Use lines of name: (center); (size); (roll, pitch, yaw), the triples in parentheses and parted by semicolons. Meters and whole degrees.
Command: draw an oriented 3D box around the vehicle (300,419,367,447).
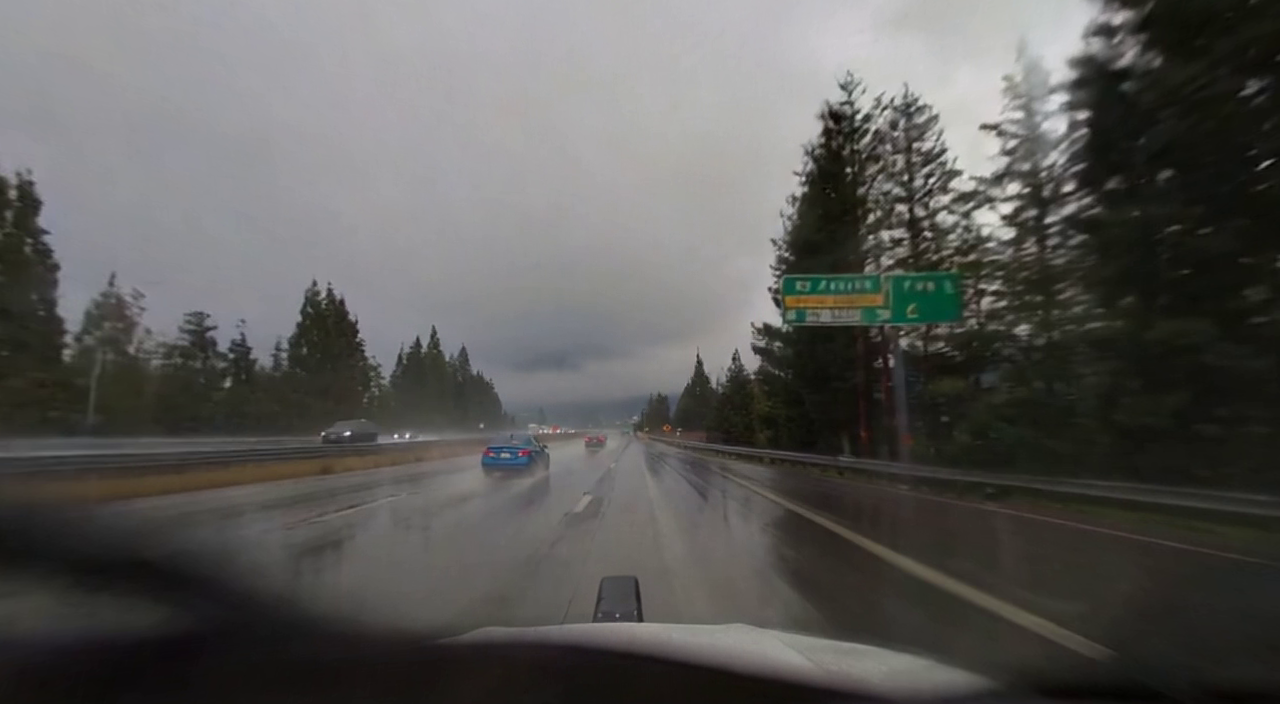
vehicle: (-20.819, 5.562, 43.074); (2.054, 1.845, 5.089); (0, -8, 0)

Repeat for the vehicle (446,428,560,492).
vehicle: (-3.378, 2.737, 16.385); (1.977, 1.443, 4.225); (0, -8, 1)
